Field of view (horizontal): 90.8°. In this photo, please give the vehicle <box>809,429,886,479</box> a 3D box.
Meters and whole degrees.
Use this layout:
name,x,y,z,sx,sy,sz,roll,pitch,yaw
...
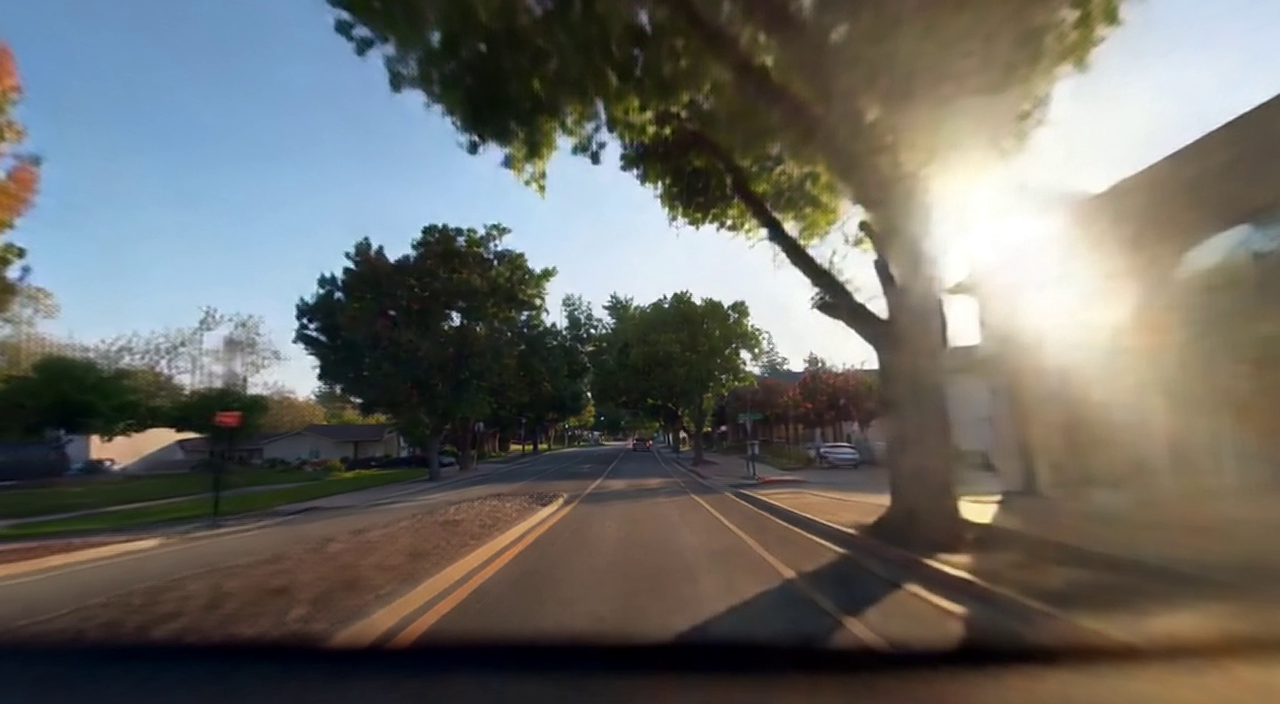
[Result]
name,x,y,z,sx,sy,sz,roll,pitch,yaw
vehicle,11.128,5.615,34.252,2.001,1.744,4.449,-4,-18,-9
